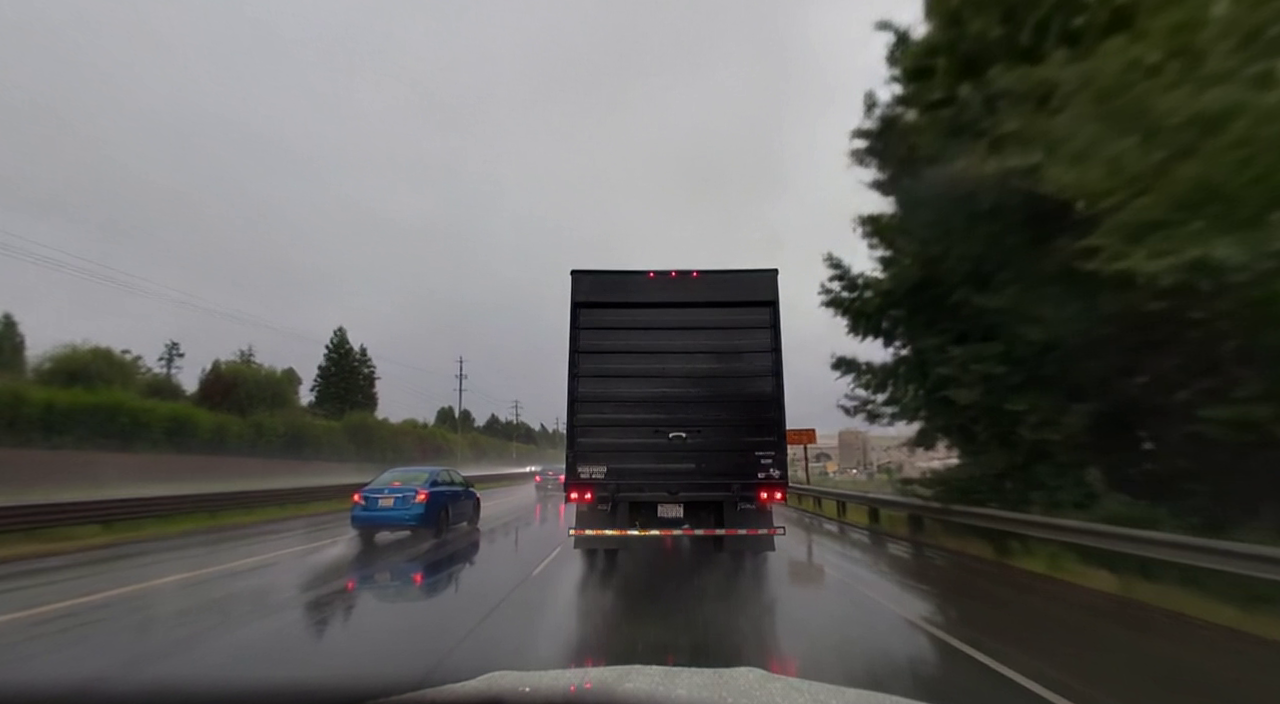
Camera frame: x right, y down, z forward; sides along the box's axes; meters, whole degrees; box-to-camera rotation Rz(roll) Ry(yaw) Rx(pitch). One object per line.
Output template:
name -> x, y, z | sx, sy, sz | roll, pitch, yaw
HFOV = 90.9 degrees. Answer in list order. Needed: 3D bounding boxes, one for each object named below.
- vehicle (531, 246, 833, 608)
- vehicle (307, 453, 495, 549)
vehicle -> 0.599, 1.434, 10.504 | 2.831, 3.529, 8.689 | 0, -11, 3
vehicle -> -4.306, 2.785, 12.265 | 1.891, 1.469, 4.431 | 1, -11, 0
